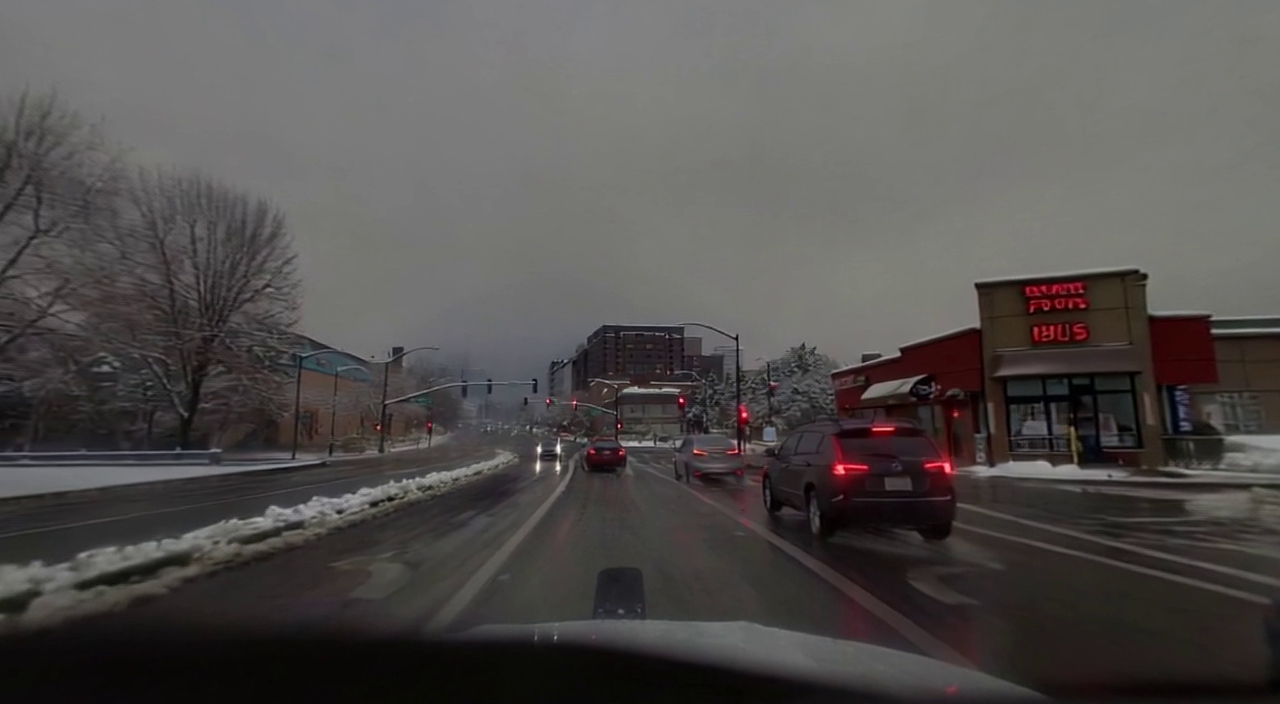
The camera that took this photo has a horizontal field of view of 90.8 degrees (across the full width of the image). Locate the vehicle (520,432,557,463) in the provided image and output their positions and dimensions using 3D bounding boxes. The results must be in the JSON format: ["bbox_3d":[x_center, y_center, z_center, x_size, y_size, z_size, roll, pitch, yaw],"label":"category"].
[{"bbox_3d":[-7.210,6.737,45.107,2.462,2.079,5.117,1,-7,-9],"label":"vehicle"}]

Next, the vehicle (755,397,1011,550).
[{"bbox_3d":[3.250,1.742,9.647,2.046,1.768,4.370,0,-8,-2],"label":"vehicle"}]

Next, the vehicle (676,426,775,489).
[{"bbox_3d":[2.547,3.272,20.117,2.216,1.750,4.520,0,-8,-4],"label":"vehicle"}]

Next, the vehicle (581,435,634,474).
[{"bbox_3d":[-1.477,4.364,27.134,2.068,1.512,3.987,1,-9,-6],"label":"vehicle"}]
